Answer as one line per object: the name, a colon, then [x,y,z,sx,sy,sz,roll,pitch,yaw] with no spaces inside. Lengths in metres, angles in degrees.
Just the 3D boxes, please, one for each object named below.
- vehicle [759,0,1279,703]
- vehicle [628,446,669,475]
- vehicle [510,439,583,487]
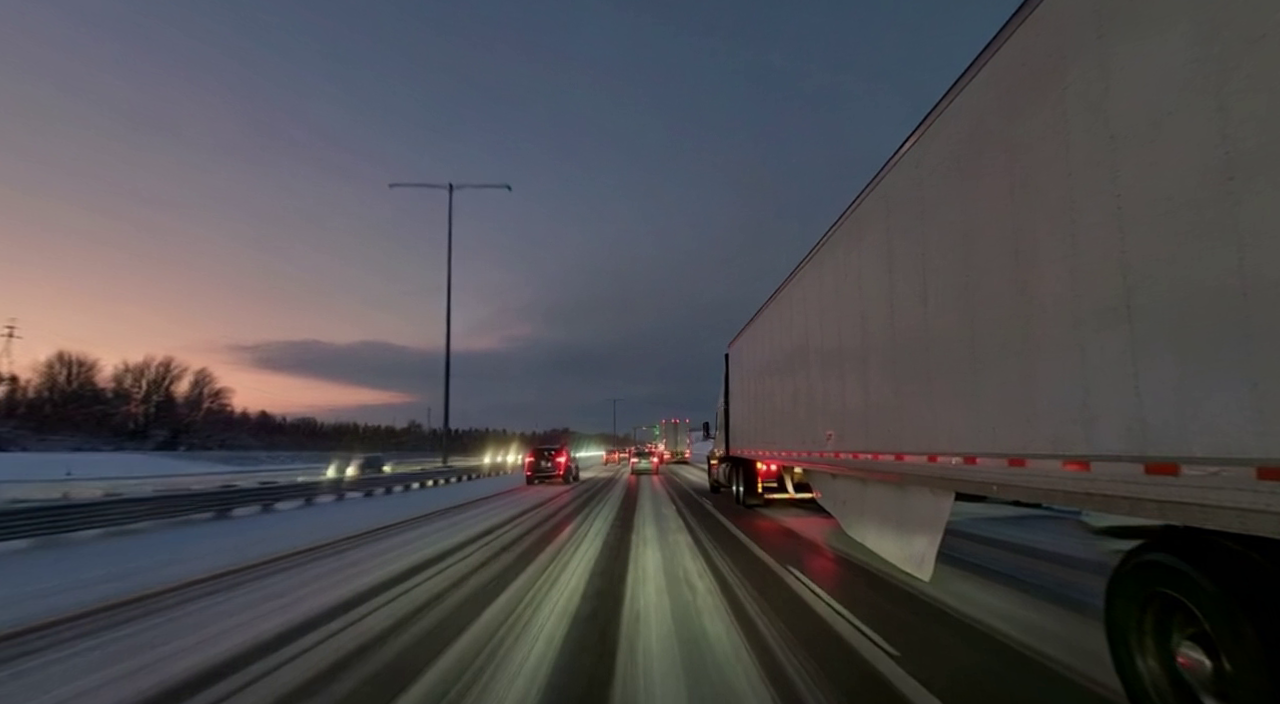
vehicle: [3.878,0.303,6.879,2.821,4.077,12.562,0,-9,1]
vehicle: [0.435,5.859,34.346,2.063,1.469,4.208,0,-9,0]
vehicle: [-3.649,4.452,25.690,2.091,1.722,4.974,-1,-9,2]
